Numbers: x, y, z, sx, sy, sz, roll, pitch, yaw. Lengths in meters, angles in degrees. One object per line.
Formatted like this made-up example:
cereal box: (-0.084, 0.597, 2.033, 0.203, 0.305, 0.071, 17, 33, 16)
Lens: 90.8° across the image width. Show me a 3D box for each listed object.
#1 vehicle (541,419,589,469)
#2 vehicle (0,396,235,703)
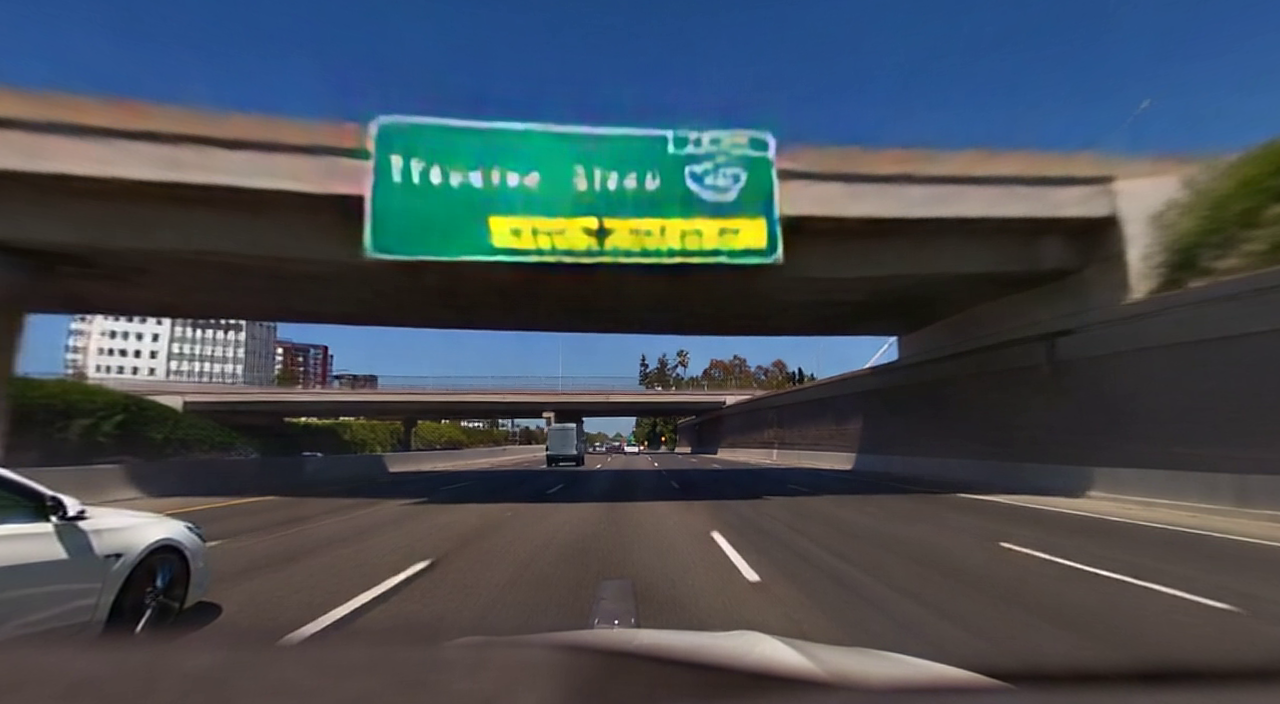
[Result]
vehicle: (-4.744, 5.954, 40.843, 2.364, 2.953, 6.732, 0, -8, -1)
vehicle: (-4.069, 0.913, 2.410, 2.025, 1.556, 4.594, 0, -8, -1)
